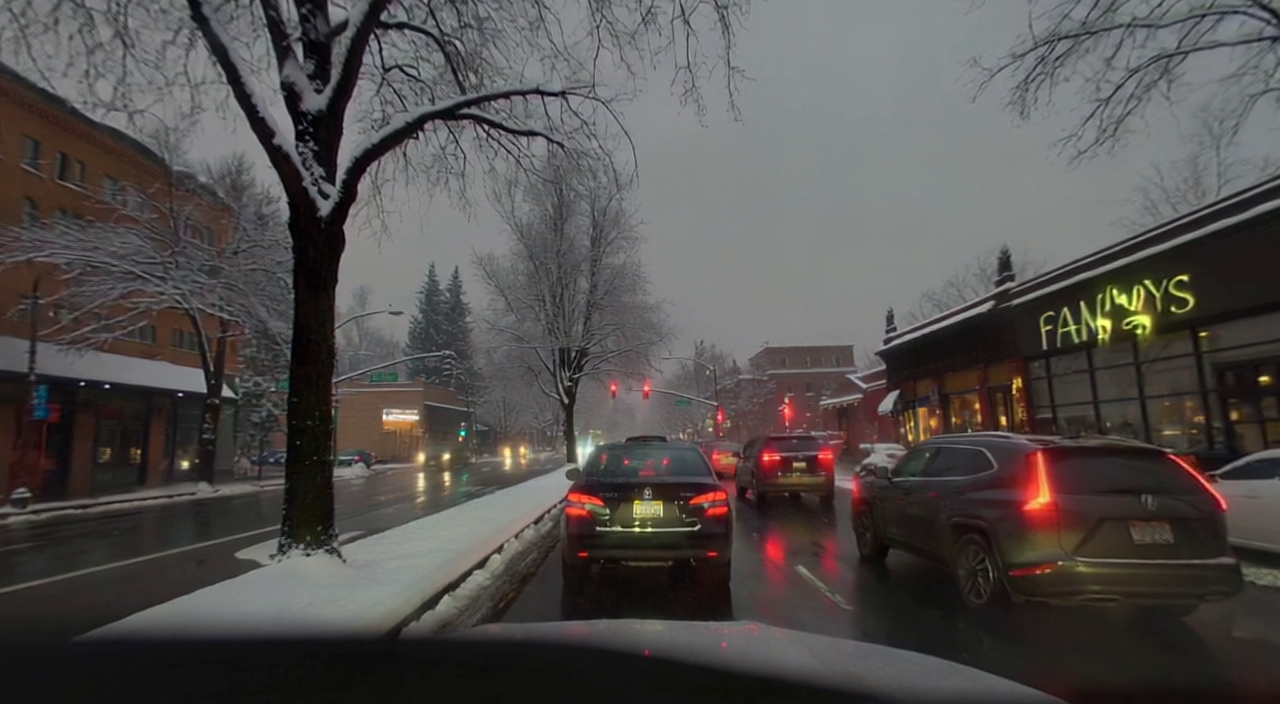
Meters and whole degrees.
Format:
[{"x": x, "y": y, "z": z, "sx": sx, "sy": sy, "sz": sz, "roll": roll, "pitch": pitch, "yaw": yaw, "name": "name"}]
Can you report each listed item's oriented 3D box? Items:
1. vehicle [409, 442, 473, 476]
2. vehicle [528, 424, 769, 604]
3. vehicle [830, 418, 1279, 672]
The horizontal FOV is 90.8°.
[{"x": -11.238, "y": 6.055, "z": 36.039, "sx": 2.042, "sy": 1.749, "sz": 4.629, "roll": -1, "pitch": -9, "yaw": 1, "name": "vehicle"}, {"x": 0.047, "y": 1.625, "z": 7.126, "sx": 2.006, "sy": 1.487, "sz": 3.535, "roll": 0, "pitch": -9, "yaw": -1, "name": "vehicle"}, {"x": 3.399, "y": 1.455, "z": 5.885, "sx": 1.988, "sy": 1.480, "sz": 4.195, "roll": 0, "pitch": -9, "yaw": 1, "name": "vehicle"}]
